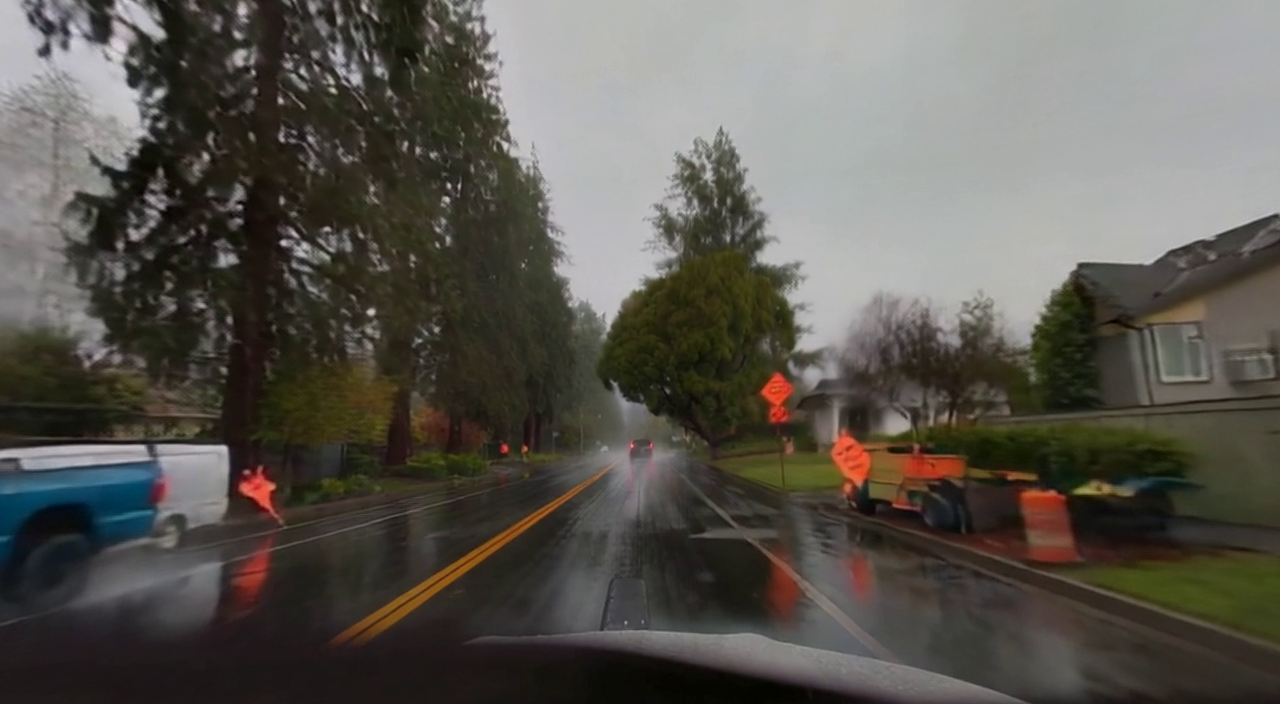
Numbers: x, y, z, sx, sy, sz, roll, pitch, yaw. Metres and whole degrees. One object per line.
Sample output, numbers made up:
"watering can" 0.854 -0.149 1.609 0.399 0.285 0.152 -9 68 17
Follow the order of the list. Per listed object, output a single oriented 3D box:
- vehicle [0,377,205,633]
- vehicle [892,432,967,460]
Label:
"vehicle" -7.356 1.346 5.465 2.517 2.323 5.205 -3 -9 21
"vehicle" 17.040 5.544 37.185 3.462 1.576 1.863 1 -8 -4
